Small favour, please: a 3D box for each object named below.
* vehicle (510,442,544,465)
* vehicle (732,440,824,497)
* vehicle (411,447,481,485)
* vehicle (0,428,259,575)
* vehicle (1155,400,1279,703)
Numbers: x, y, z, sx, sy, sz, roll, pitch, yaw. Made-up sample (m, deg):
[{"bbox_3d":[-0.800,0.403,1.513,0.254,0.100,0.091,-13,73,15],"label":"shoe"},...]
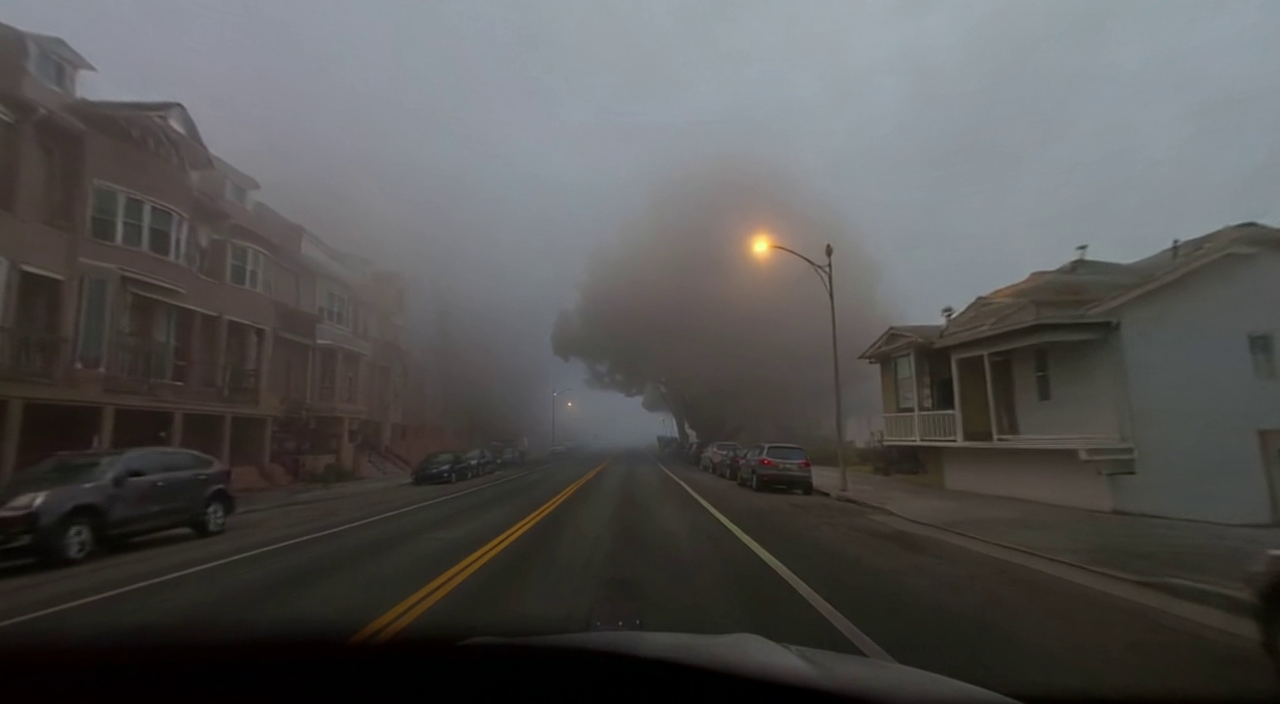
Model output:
[{"bbox_3d":[-8.369,7.496,47.024,1.883,1.565,3.655,-2,-8,-1],"label":"vehicle"},{"bbox_3d":[4.096,3.499,19.427,1.845,1.556,3.929,0,-8,-1],"label":"vehicle"},{"bbox_3d":[-8.221,4.834,27.135,1.852,1.482,3.916,-1,-9,-1],"label":"vehicle"},{"bbox_3d":[-8.110,2.160,9.709,1.932,1.708,4.460,-1,-10,-4],"label":"vehicle"},{"bbox_3d":[4.398,0.881,1.840,2.034,1.674,4.271,0,-8,-3],"label":"vehicle"}]
